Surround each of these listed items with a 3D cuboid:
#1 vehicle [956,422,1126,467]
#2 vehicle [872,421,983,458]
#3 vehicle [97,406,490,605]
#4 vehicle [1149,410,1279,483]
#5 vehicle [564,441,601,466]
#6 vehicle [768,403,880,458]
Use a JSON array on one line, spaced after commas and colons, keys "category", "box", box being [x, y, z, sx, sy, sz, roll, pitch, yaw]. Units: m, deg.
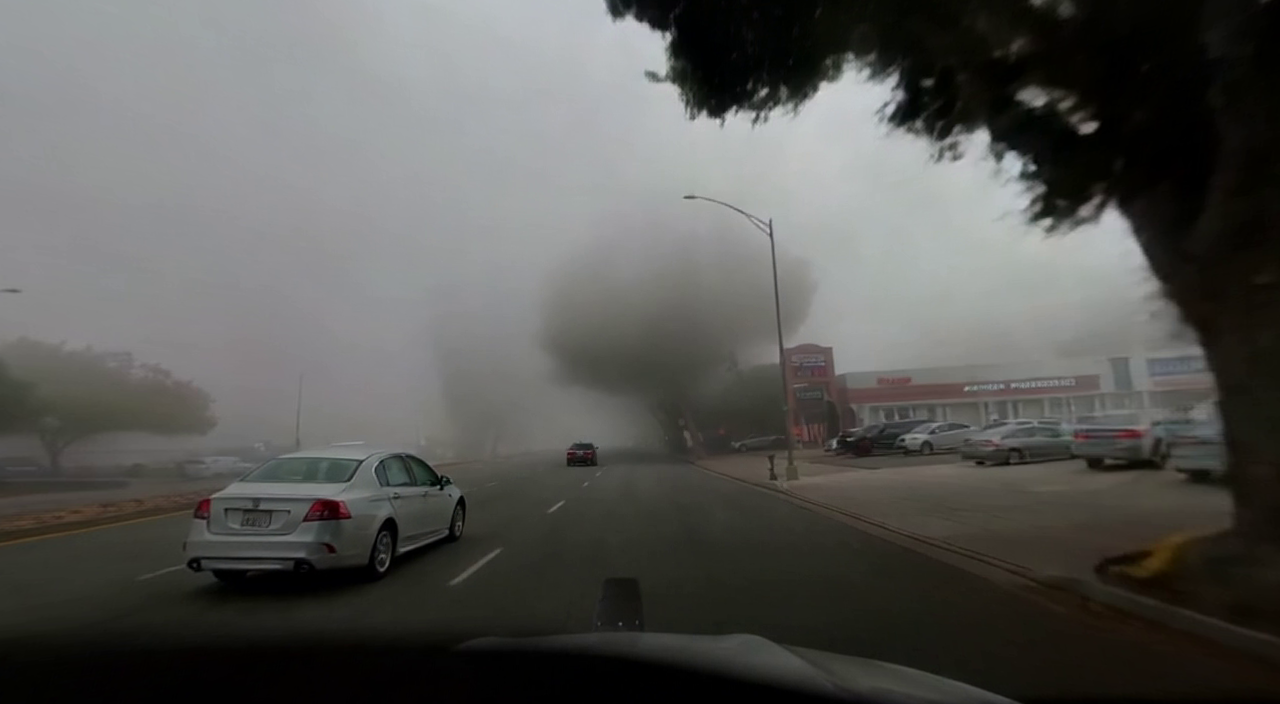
[{"category": "vehicle", "box": [13.452, 3.136, 21.388, 4.470, 1.427, 1.872, 0, -9, -2]}, {"category": "vehicle", "box": [13.327, 4.099, 29.482, 4.165, 1.650, 1.946, 0, -9, -2]}, {"category": "vehicle", "box": [-3.466, 1.636, 7.662, 2.126, 1.655, 4.560, 0, -9, 1]}, {"category": "vehicle", "box": [13.603, 1.989, 13.376, 4.161, 1.410, 1.744, 0, -9, -3]}, {"category": "vehicle", "box": [-3.526, 6.318, 39.360, 1.955, 1.461, 4.396, 0, -9, -1]}, {"category": "vehicle", "box": [12.274, 5.301, 42.570, 6.427, 3.417, 2.845, -2, -8, -2]}]
